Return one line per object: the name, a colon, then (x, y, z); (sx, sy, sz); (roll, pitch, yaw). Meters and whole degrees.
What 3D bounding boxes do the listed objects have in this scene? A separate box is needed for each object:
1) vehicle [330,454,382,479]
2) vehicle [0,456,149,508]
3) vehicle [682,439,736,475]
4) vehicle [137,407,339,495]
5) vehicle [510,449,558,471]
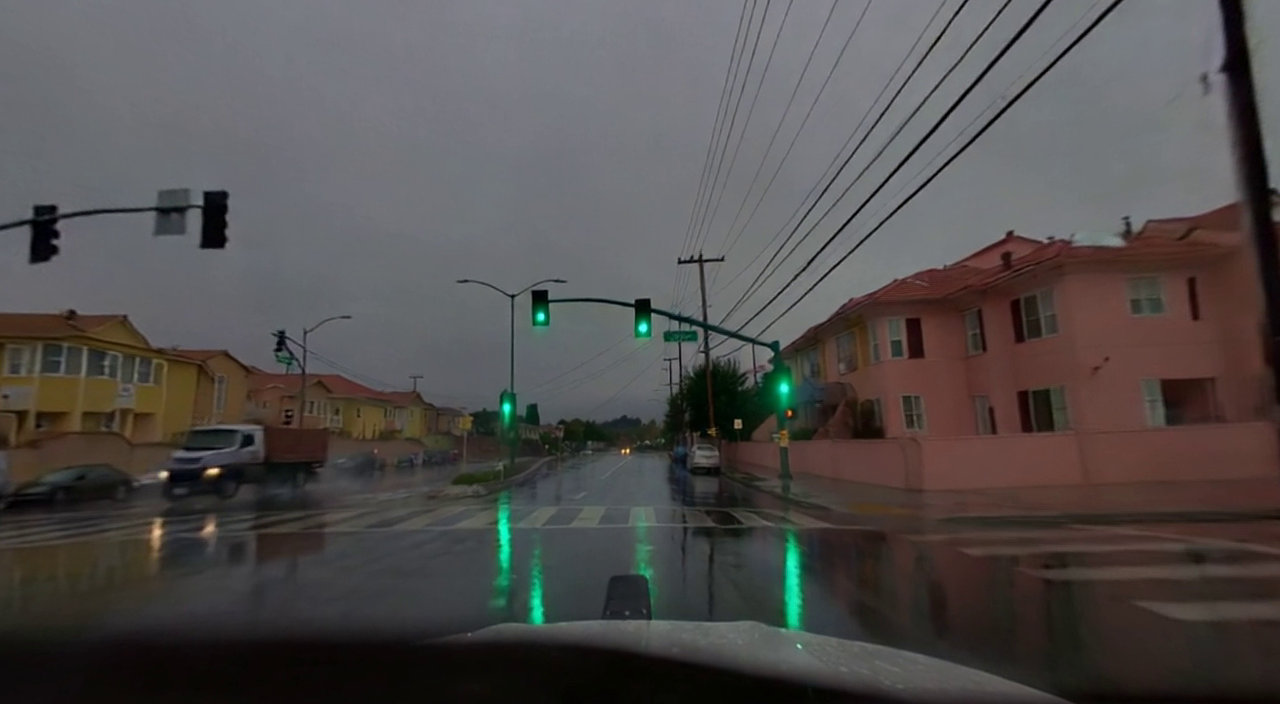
vehicle: (-18.686, 7.516, 41.582); (1.652, 1.478, 3.682); (0, -8, 1)
vehicle: (-19.295, 4.300, 21.310); (1.751, 1.487, 4.514); (0, -9, -1)
vehicle: (3.124, 4.862, 29.361); (1.986, 1.491, 4.500); (0, -9, 0)
vehicle: (-16.169, 4.116, 26.354); (2.979, 3.071, 7.978); (0, -9, 1)
vehicle: (-5.954, 6.104, 35.636); (1.925, 1.016, 2.951); (-2, -6, 6)
